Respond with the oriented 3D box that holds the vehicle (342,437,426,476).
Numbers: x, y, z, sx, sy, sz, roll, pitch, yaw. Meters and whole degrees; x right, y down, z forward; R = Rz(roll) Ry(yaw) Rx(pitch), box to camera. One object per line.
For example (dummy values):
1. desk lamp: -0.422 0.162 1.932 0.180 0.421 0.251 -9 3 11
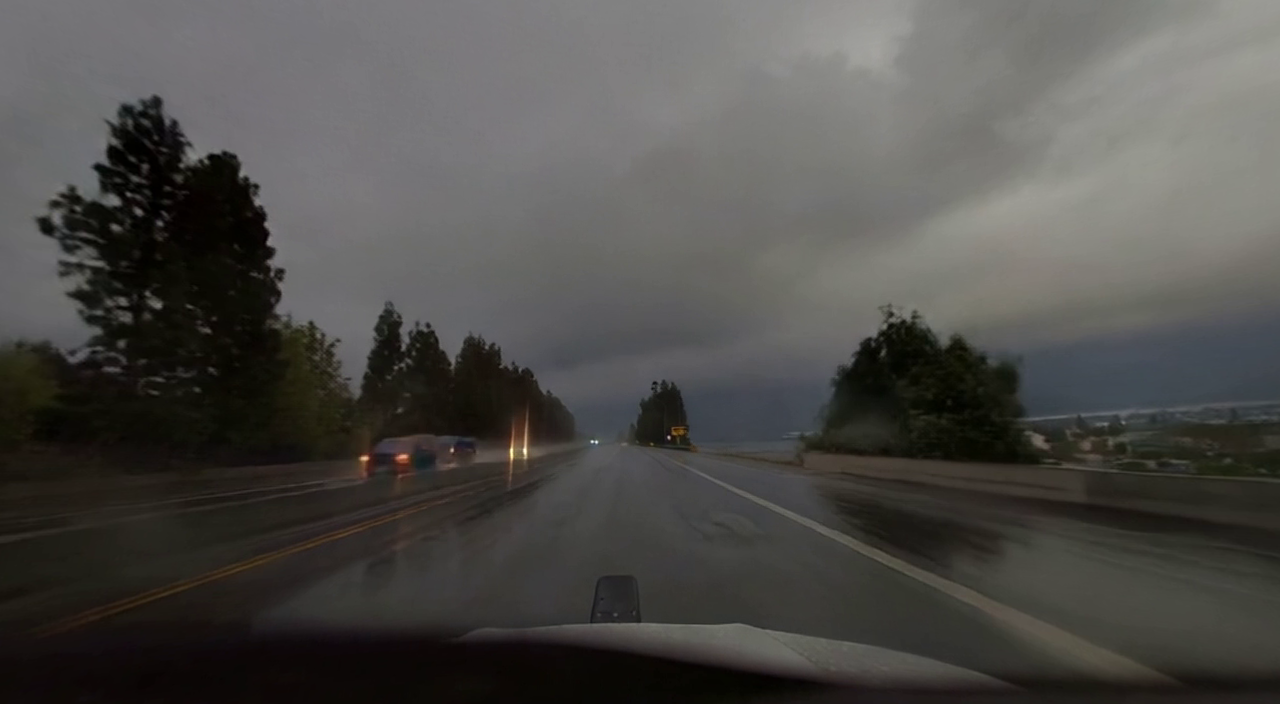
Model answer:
1. vehicle: -12.512 5.130 31.167 2.079 1.724 5.079 0 -8 -1
